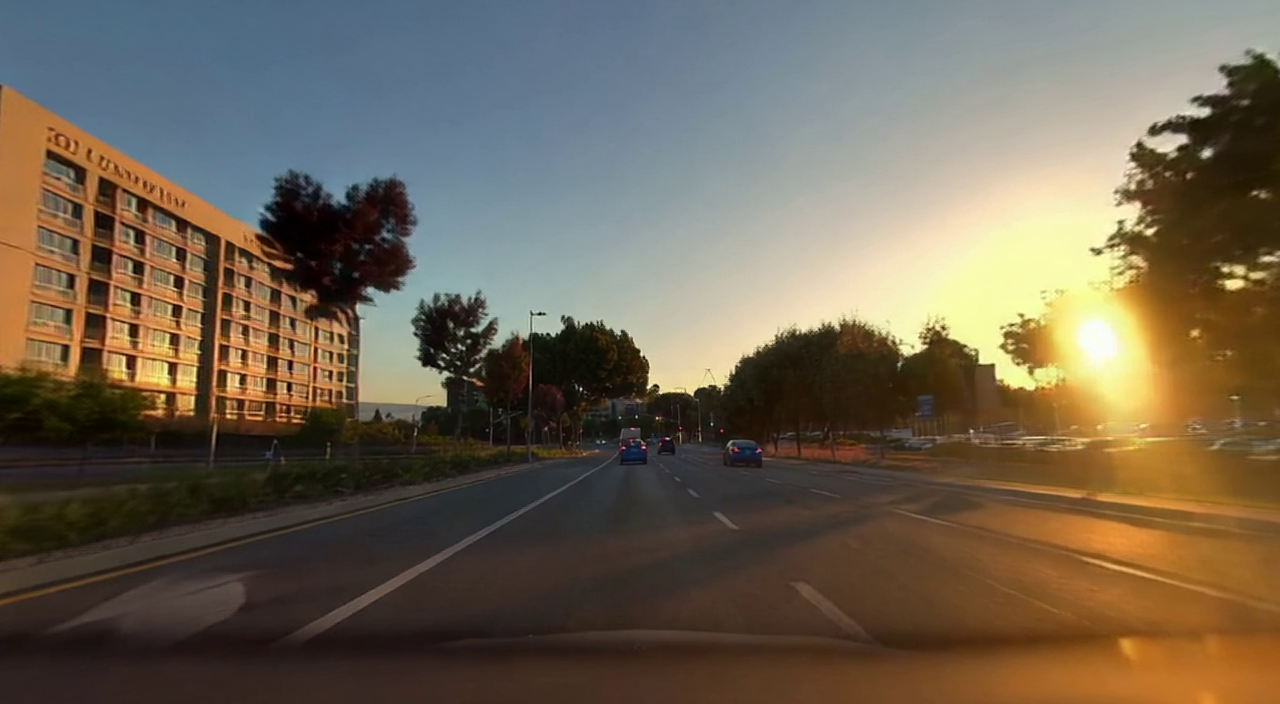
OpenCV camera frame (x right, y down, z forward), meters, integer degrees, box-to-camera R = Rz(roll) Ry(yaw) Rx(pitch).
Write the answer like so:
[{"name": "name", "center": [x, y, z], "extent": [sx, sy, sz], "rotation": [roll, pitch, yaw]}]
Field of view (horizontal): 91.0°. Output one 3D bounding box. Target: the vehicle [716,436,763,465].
[{"name": "vehicle", "center": [6.555, 6.547, 41.954], "extent": [2.136, 1.799, 4.796], "rotation": [1, -9, -2]}]

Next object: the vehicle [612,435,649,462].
[{"name": "vehicle", "center": [-0.691, 7.462, 48.801], "extent": [2.682, 1.908, 5.706], "rotation": [0, -9, -1]}]
